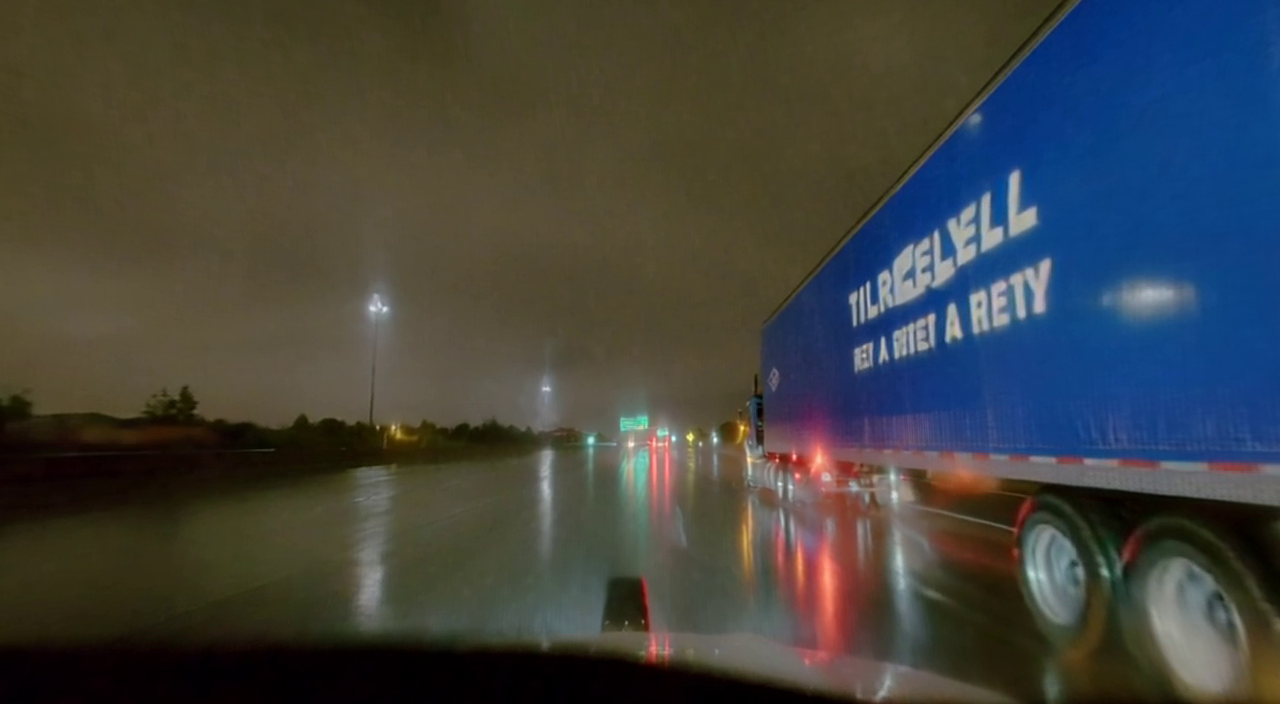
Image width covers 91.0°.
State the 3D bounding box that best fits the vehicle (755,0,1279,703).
[{"bbox_3d":[4.210,0.483,7.919,3.006,4.093,14.142,0,-8,1],"label":"vehicle"}]
